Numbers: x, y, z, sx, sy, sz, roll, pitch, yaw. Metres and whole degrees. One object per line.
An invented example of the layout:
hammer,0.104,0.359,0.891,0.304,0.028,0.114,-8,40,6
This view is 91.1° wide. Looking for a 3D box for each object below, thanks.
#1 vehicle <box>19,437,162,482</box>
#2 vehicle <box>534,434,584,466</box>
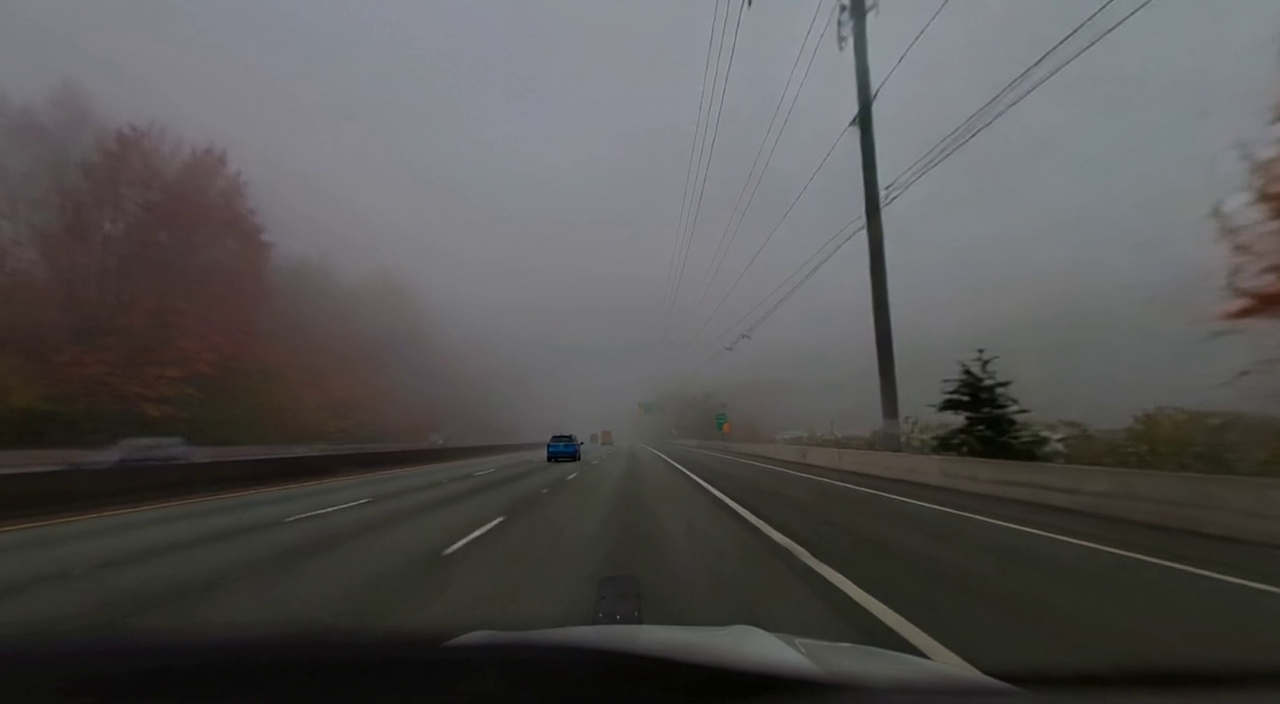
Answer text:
vehicle,-20.417,3.961,23.607,1.780,1.501,3.986,0,-8,-1
vehicle,-3.980,4.852,31.469,2.025,1.475,4.379,0,-8,-1
